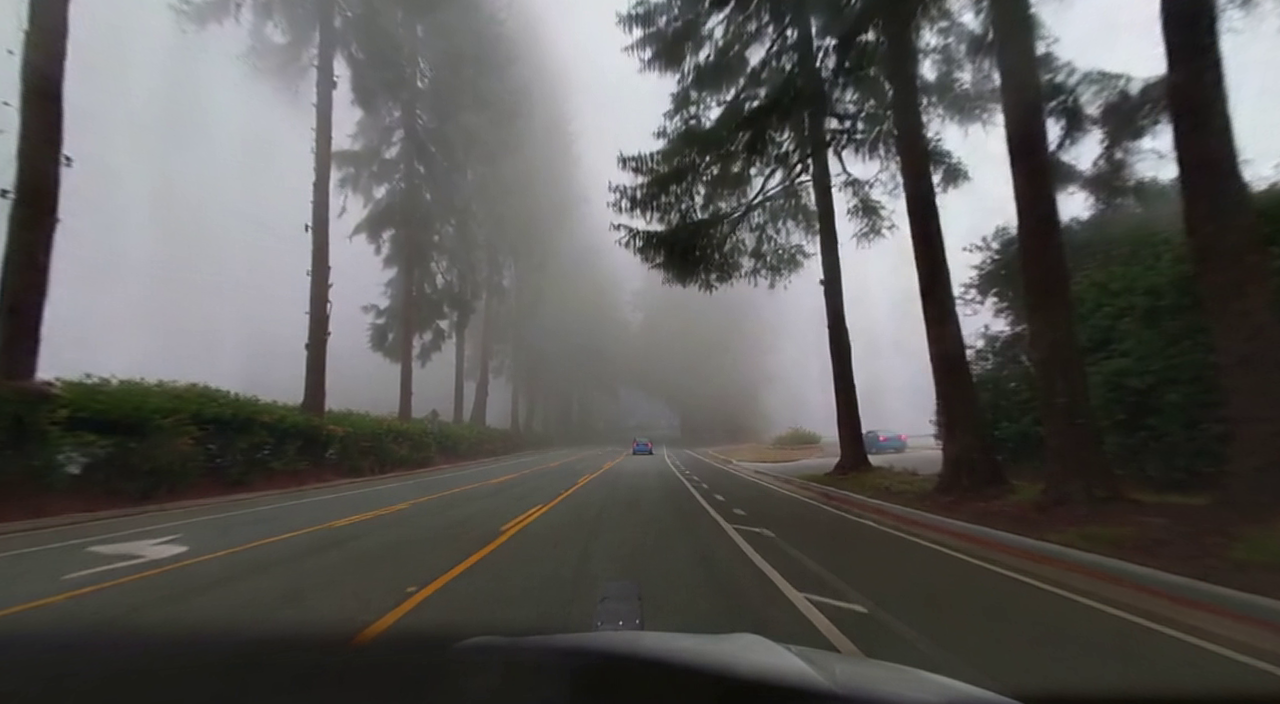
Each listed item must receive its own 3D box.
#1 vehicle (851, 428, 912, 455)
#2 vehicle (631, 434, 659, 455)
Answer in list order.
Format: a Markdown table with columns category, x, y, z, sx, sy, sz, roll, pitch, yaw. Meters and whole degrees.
| category | x | y | z | sx | sy | sz | roll | pitch | yaw |
| --- | --- | --- | --- | --- | --- | --- | --- | --- | --- |
| vehicle | 13.938 | 5.188 | 36.736 | 1.762 | 1.479 | 4.546 | 0 | -8 | 1 |
| vehicle | 0.420 | 7.018 | 47.759 | 2.067 | 1.486 | 3.861 | 0 | -9 | 1 |
